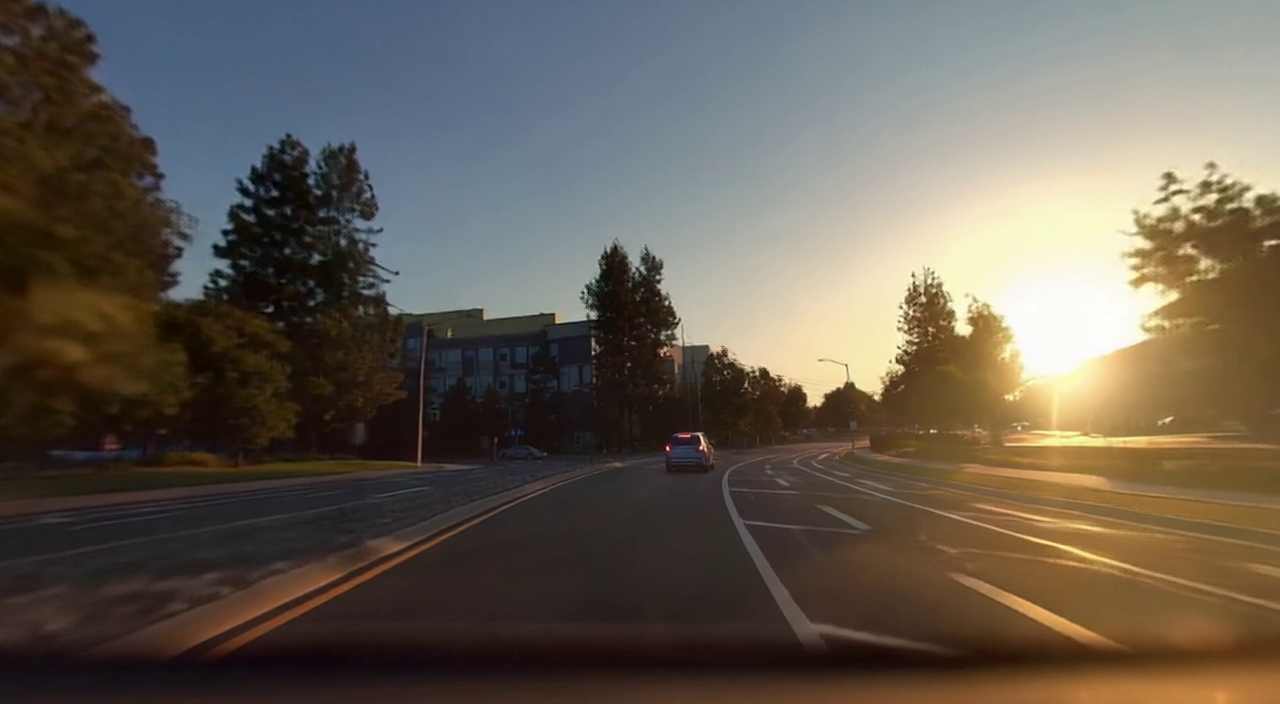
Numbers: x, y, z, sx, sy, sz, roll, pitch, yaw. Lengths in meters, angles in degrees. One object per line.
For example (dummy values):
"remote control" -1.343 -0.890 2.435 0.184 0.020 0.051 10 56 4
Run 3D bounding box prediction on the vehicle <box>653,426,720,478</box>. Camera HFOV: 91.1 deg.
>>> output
"vehicle" 2.102 4.204 26.644 2.371 1.926 5.615 -1 -9 9
